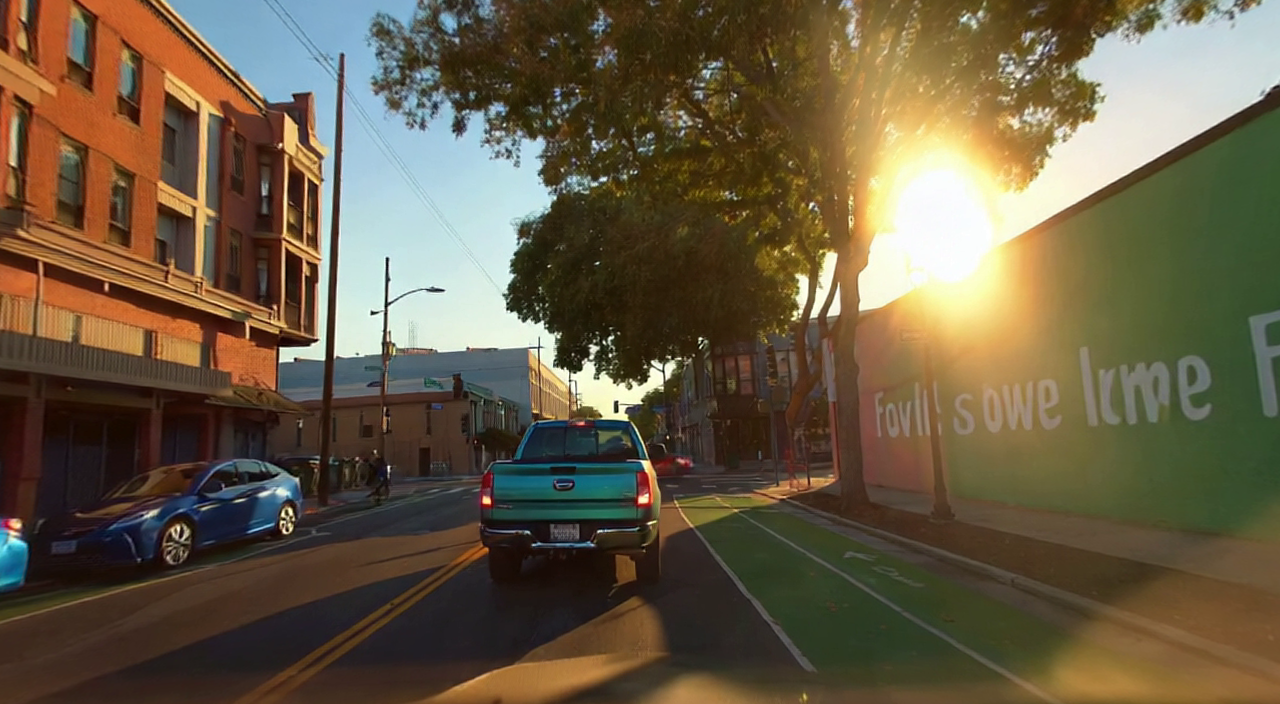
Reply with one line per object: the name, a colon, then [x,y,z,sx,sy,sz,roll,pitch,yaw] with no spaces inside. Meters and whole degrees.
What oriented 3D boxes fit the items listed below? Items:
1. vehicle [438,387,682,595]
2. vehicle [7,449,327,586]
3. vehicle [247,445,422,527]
vehicle: [-0.704,1.602,8.137,2.215,1.882,4.611,0,-8,1]
vehicle: [-7.161,2.457,10.372,1.882,1.686,4.489,0,-8,-2]
vehicle: [-7.400,3.234,16.054,1.884,1.730,5.076,0,-8,0]
